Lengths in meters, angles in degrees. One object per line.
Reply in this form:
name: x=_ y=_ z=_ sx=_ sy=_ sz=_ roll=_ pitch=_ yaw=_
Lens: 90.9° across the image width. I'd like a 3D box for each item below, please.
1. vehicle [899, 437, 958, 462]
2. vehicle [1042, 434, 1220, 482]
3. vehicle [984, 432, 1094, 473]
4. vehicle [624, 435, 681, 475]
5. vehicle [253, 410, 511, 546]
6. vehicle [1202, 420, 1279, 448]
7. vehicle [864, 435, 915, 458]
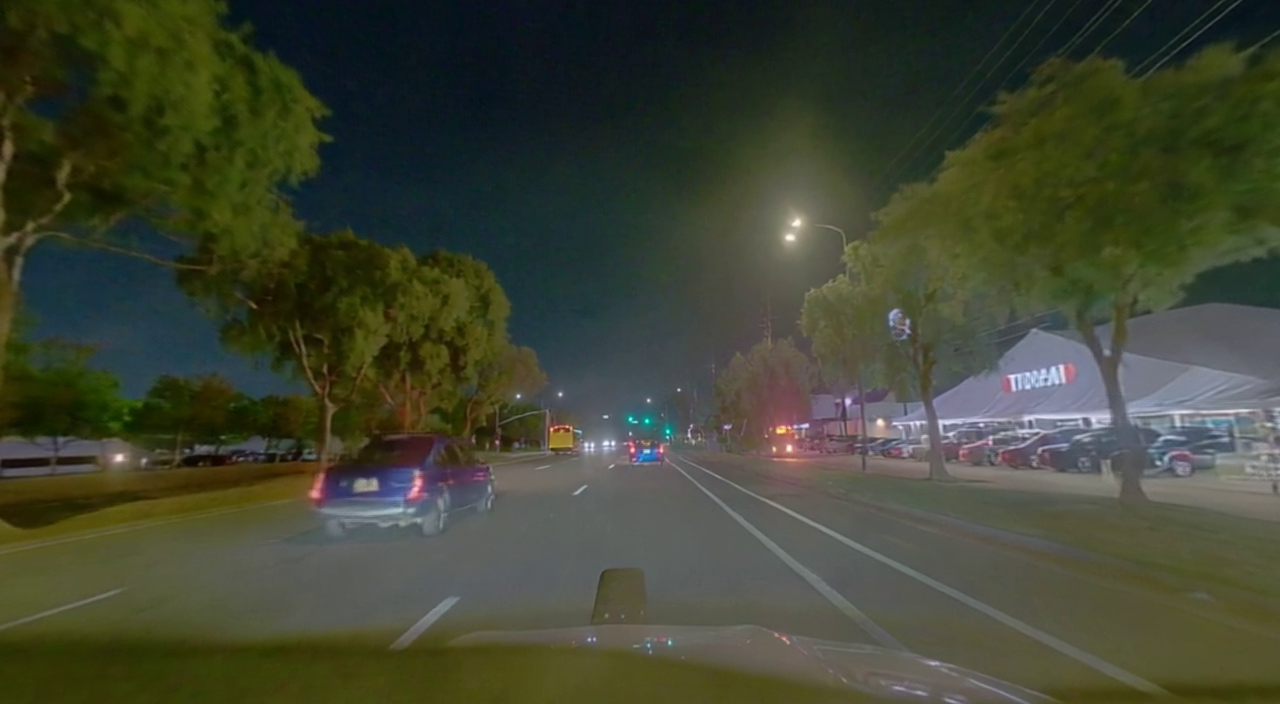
vehicle: x=18.970 y=6.415 z=41.673 sx=1.826 sy=1.532 sz=4.290 roll=0 pitch=-9 yaw=-1
vehicle: x=18.890 y=4.112 z=24.796 sx=2.229 sy=1.661 sz=5.991 roll=0 pitch=-9 yaw=1
vehicle: x=18.833 y=4.778 z=30.081 sx=1.965 sy=1.749 sz=4.838 roll=0 pitch=-9 yaw=-1
vehicle: x=0.456 y=4.192 z=25.814 sx=2.123 sy=1.498 sz=4.226 roll=0 pitch=-9 yaw=-1
vehicle: x=-3.576 y=1.850 z=9.835 sx=2.148 sy=1.636 sz=4.199 roll=0 pitch=-9 yaw=1
vehicle: x=33.062 y=4.409 z=33.727 sx=4.215 sy=1.462 sz=1.883 roll=0 pitch=-9 yaw=-2
vehicle: x=18.874 y=7.179 z=47.982 sx=1.841 sy=1.680 sz=4.842 roll=0 pitch=-9 yaw=-1
